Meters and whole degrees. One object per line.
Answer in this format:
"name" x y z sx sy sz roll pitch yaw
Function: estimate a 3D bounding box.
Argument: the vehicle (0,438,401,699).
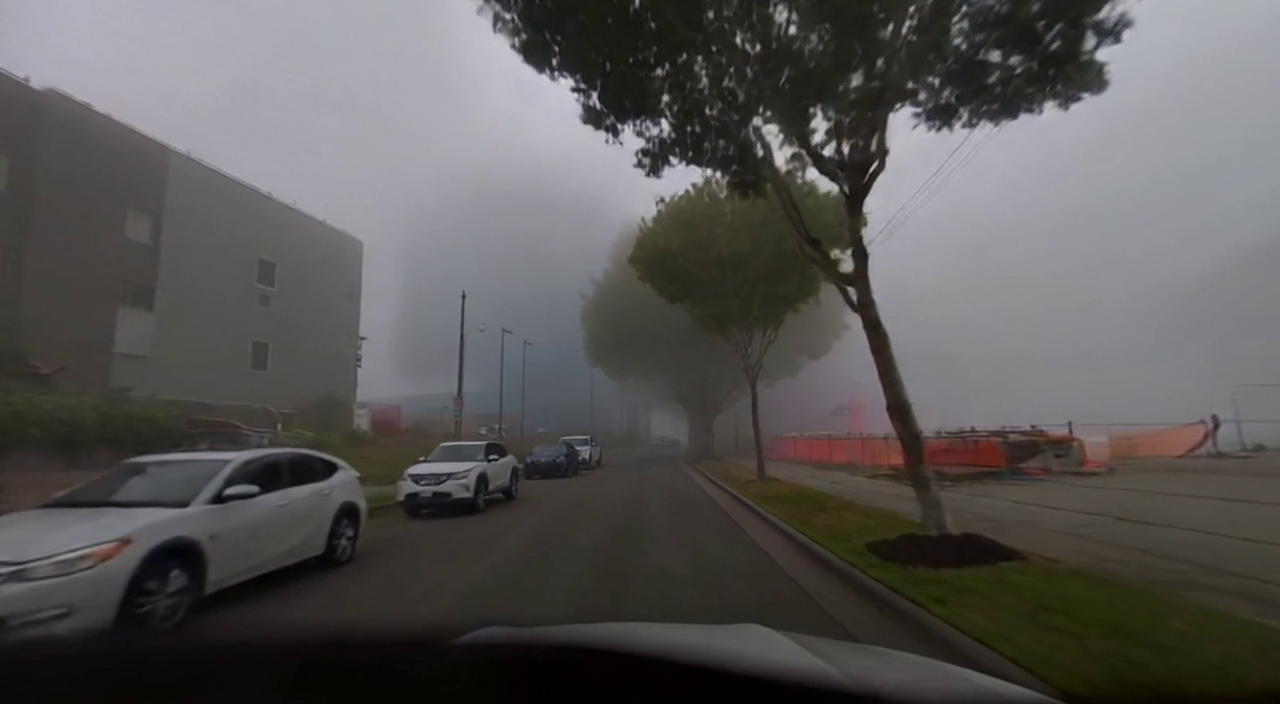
"vehicle" -4.100 1.512 5.766 1.996 1.411 4.370 -1 -8 2

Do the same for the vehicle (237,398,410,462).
"vehicle" -13.019 3.262 26.150 6.039 2.449 2.273 -1 -8 7

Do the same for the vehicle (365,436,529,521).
"vehicle" -3.786 2.516 13.285 1.948 1.460 4.394 -1 -8 2

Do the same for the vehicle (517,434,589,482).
"vehicle" -3.208 3.988 24.134 1.980 1.635 4.153 -1 -8 3
